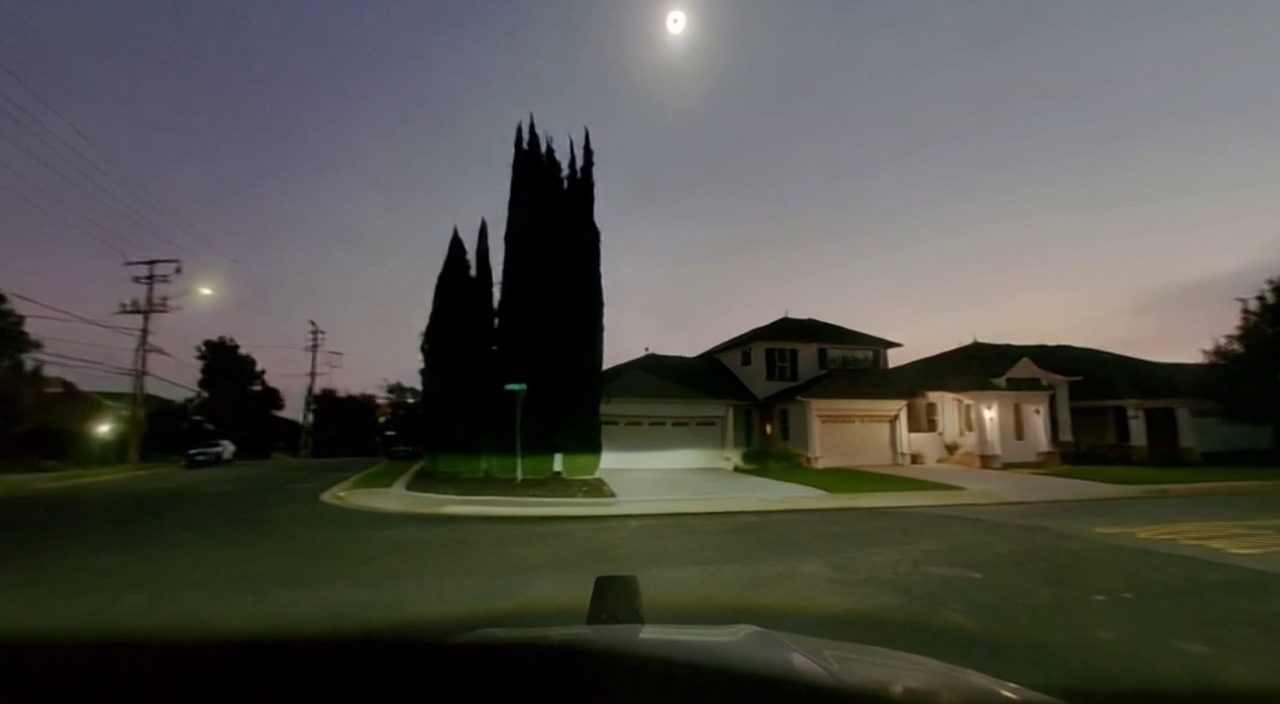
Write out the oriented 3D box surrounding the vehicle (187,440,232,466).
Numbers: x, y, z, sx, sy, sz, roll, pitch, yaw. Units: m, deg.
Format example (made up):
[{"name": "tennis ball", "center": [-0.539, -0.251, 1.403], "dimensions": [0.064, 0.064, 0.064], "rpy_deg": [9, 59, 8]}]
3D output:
[{"name": "vehicle", "center": [-33.366, 7.767, 48.863], "dimensions": [2.434, 1.889, 5.594], "rpy_deg": [7, -10, -37]}]
